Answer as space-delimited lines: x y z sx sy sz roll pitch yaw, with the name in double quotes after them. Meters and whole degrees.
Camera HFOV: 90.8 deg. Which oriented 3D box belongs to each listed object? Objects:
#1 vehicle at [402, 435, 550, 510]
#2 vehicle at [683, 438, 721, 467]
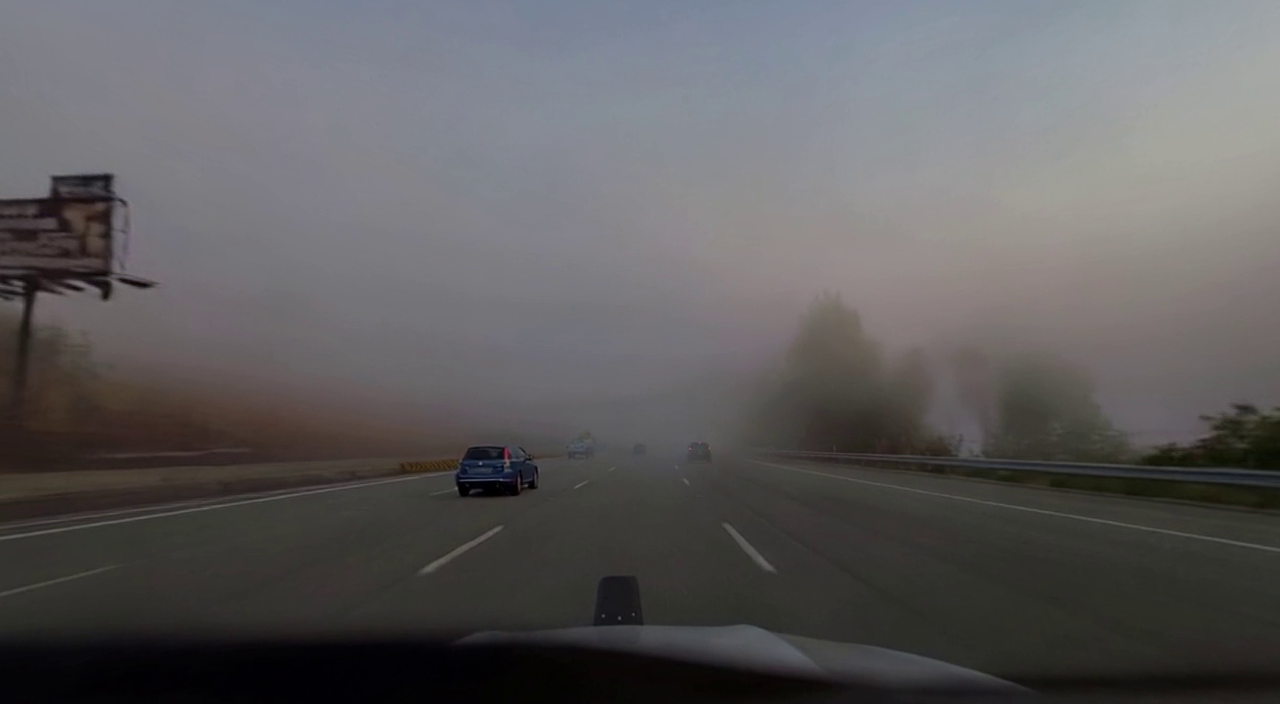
-3.594 2.744 14.891 2.192 1.482 4.454 0 -9 1 "vehicle"
4.056 6.649 41.967 2.211 1.814 4.404 0 -9 2 "vehicle"
